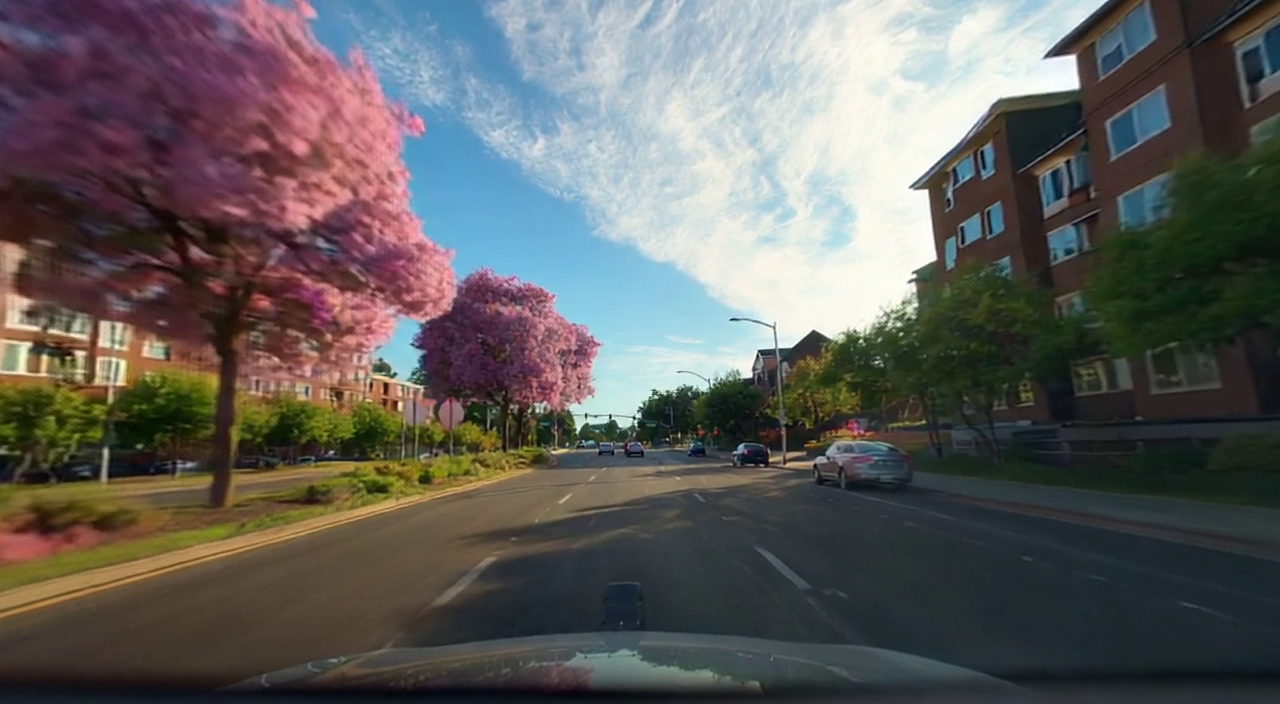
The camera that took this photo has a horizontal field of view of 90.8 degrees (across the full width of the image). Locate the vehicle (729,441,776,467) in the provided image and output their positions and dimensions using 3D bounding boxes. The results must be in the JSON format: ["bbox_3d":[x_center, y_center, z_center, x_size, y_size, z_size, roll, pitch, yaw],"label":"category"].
[{"bbox_3d":[6.785,6.180,38.516,2.032,1.449,4.413,0,-9,0],"label":"vehicle"}]

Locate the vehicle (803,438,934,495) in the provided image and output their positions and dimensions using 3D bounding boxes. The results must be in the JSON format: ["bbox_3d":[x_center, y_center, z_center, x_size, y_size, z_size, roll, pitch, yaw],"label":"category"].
[{"bbox_3d":[6.553,3.338,18.841,1.891,1.456,4.909,0,-9,-3],"label":"vehicle"}]
